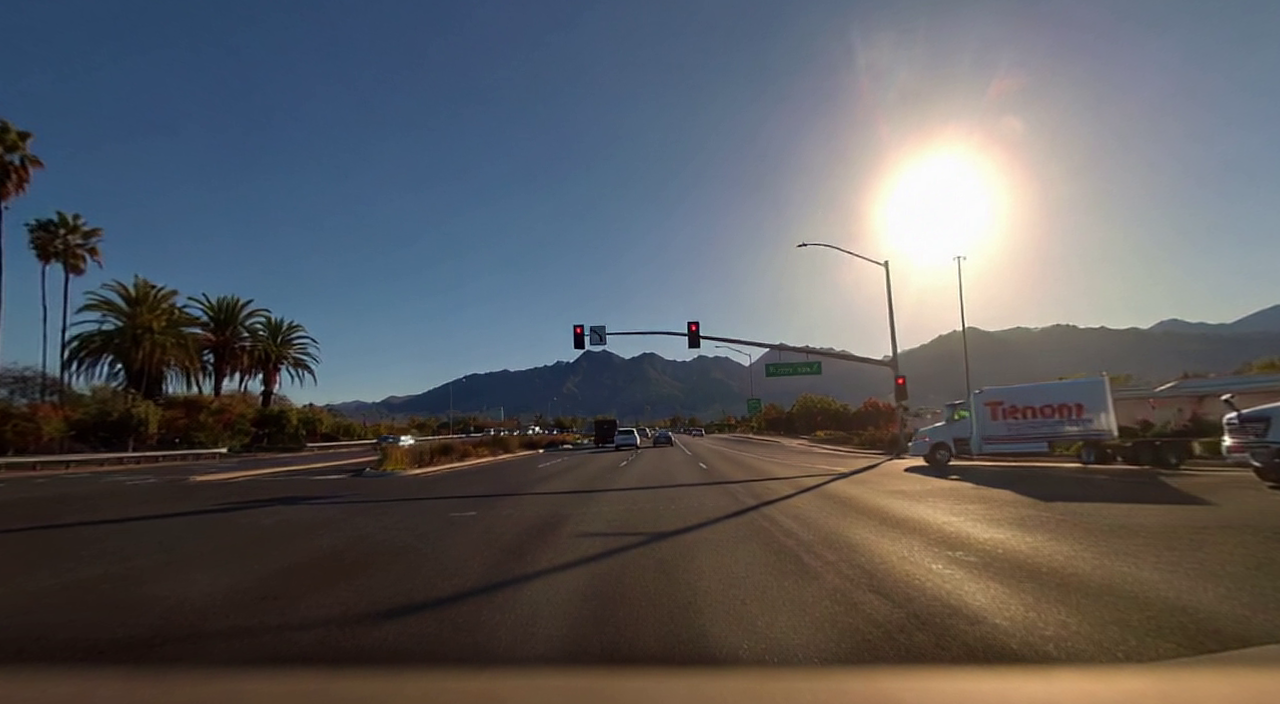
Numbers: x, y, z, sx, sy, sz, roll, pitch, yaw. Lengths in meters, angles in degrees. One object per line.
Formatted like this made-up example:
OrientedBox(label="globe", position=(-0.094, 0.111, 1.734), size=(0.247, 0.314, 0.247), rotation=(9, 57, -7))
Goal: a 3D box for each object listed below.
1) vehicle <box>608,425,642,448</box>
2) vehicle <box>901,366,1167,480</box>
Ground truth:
OrientedBox(label="vehicle", position=(-1.119, 6.731, 49.582), size=(2.287, 1.712, 4.537), rotation=(-1, -8, 4))
OrientedBox(label="vehicle", position=(13.001, 2.539, 21.711), size=(7.088, 3.414, 3.237), rotation=(-4, -9, 23))
